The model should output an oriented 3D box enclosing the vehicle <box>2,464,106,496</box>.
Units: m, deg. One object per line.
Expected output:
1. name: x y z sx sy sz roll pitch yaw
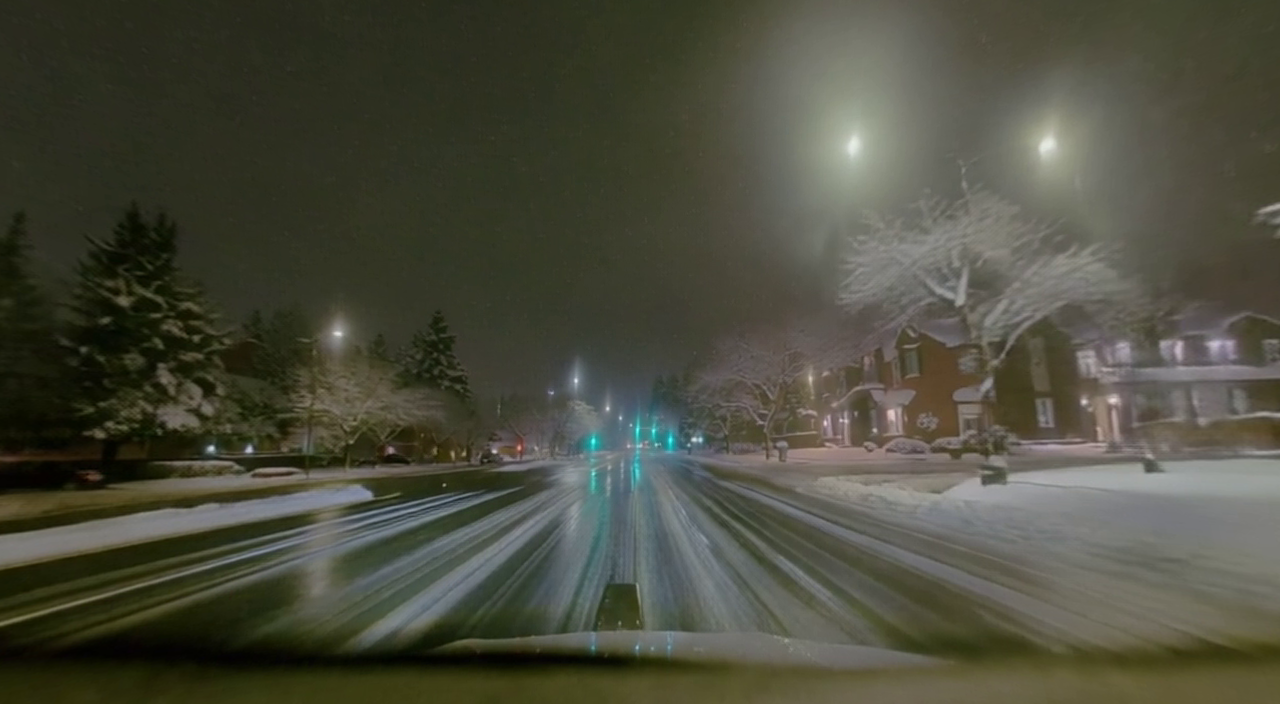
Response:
1. vehicle: -36.060 7.844 38.818 4.515 1.593 1.827 -3 -10 -2
